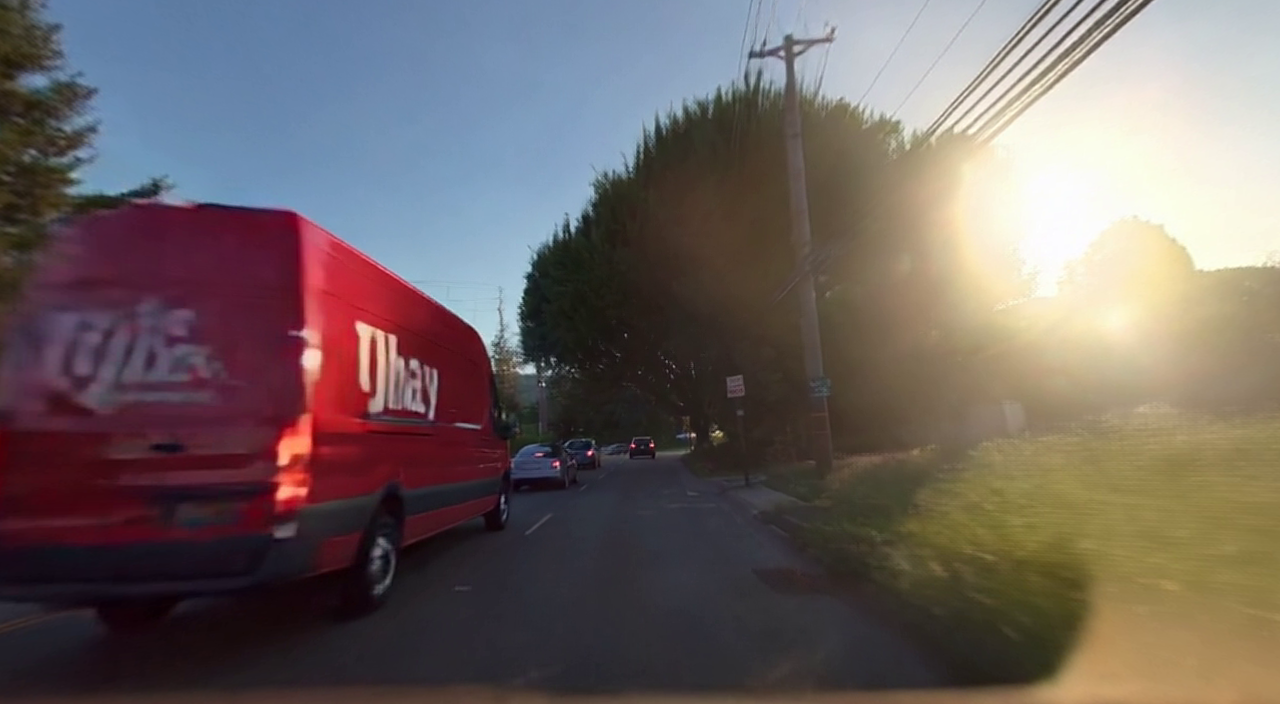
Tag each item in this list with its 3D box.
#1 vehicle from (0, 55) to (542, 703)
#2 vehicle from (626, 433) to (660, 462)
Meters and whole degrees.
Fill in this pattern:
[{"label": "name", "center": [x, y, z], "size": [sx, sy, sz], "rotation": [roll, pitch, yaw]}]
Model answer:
[{"label": "vehicle", "center": [-3.356, 0.811, 7.331], "size": [2.818, 3.181, 9.114], "rotation": [0, -8, 1]}, {"label": "vehicle", "center": [0.273, 6.653, 44.203], "size": [2.241, 1.912, 4.095], "rotation": [0, -8, 2]}]
